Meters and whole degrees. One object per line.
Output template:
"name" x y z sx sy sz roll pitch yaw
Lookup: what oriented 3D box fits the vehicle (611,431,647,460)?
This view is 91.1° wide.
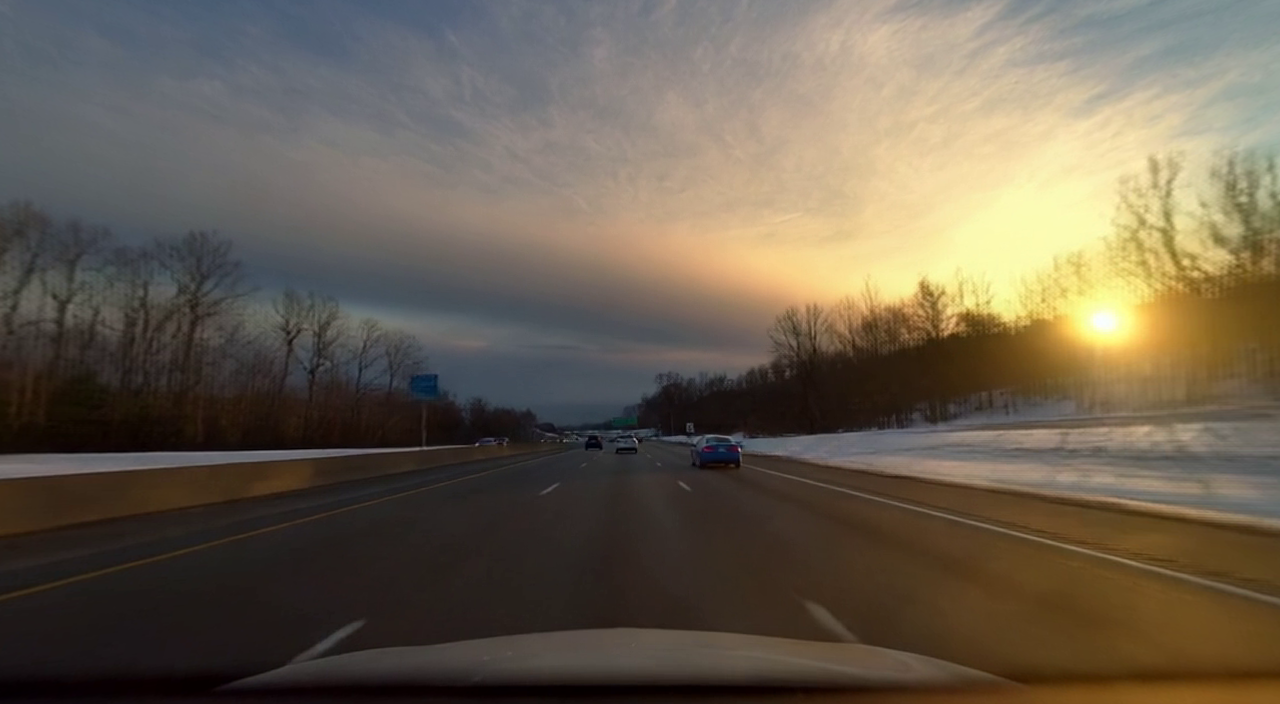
"vehicle" -0.688 5.924 39.977 2.182 1.680 4.253 0 -8 -1

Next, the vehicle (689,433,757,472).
"vehicle" 3.371 4.158 26.351 2.056 1.479 4.660 0 -8 -2
